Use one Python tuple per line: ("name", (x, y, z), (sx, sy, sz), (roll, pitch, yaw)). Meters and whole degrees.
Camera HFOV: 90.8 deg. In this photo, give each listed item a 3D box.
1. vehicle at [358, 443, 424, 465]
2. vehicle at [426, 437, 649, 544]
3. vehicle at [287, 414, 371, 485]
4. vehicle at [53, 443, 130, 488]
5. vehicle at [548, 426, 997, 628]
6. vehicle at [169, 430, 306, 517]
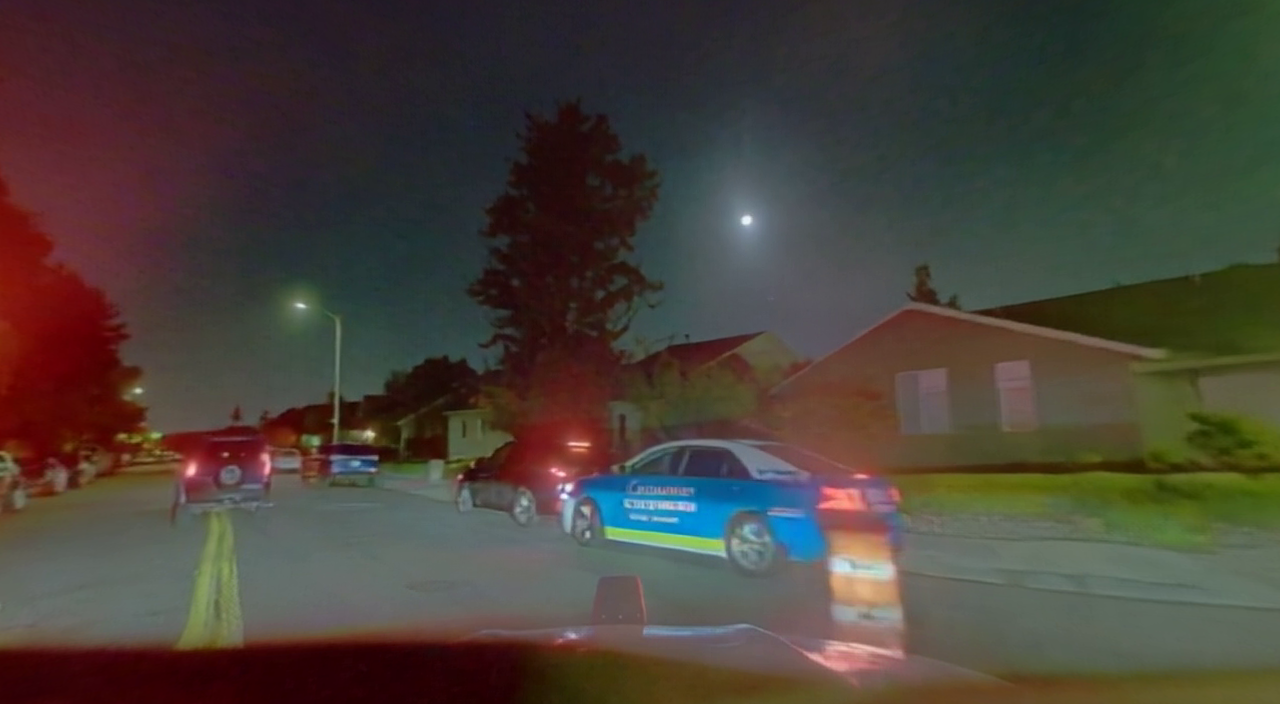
("vehicle", (-19.431, 7.958, 49.357), (4.486, 1.629, 1.792), (5, -10, -33))
("vehicle", (-2.167, 2.379, 11.894), (1.996, 1.497, 5.022), (5, -9, -37))
("vehicle", (-14.432, 4.480, 29.133), (2.268, 2.900, 5.980), (6, -11, -36))
("vehicle", (-25.650, 5.245, 29.714), (2.241, 1.822, 4.728), (4, -9, -36))
("vehicle", (1.126, 1.718, 7.455), (2.400, 1.515, 4.710), (6, -11, -36))
("vehicle", (-9.734, 2.808, 15.153), (2.350, 1.748, 4.094), (6, -10, -36))
